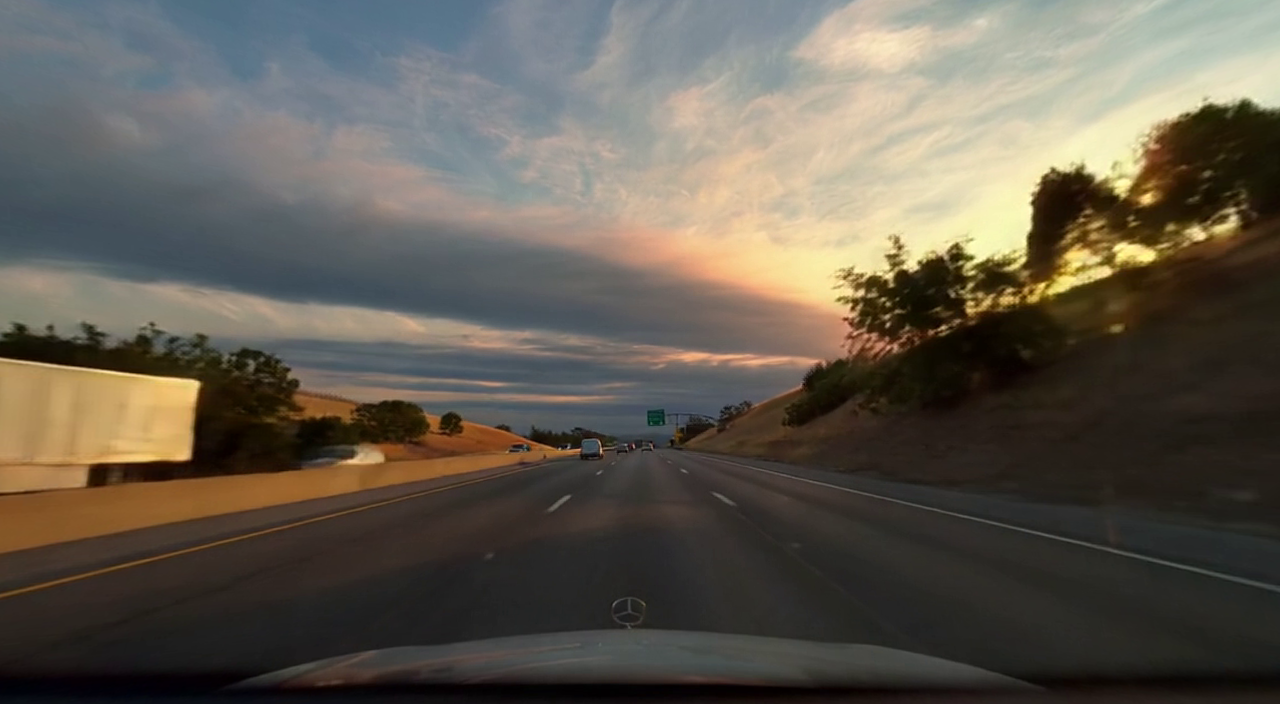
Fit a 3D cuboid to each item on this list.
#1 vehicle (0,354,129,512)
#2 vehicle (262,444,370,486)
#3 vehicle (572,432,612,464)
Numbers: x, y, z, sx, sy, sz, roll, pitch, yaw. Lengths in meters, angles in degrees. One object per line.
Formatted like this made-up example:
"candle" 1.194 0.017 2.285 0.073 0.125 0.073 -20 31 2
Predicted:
"vehicle" -17.186 1.799 14.141 2.987 3.827 9.899 0 -8 0
"vehicle" -12.812 4.454 25.245 1.994 1.519 4.317 0 -8 1
"vehicle" -3.219 6.589 43.262 2.286 2.011 4.452 0 -8 1
